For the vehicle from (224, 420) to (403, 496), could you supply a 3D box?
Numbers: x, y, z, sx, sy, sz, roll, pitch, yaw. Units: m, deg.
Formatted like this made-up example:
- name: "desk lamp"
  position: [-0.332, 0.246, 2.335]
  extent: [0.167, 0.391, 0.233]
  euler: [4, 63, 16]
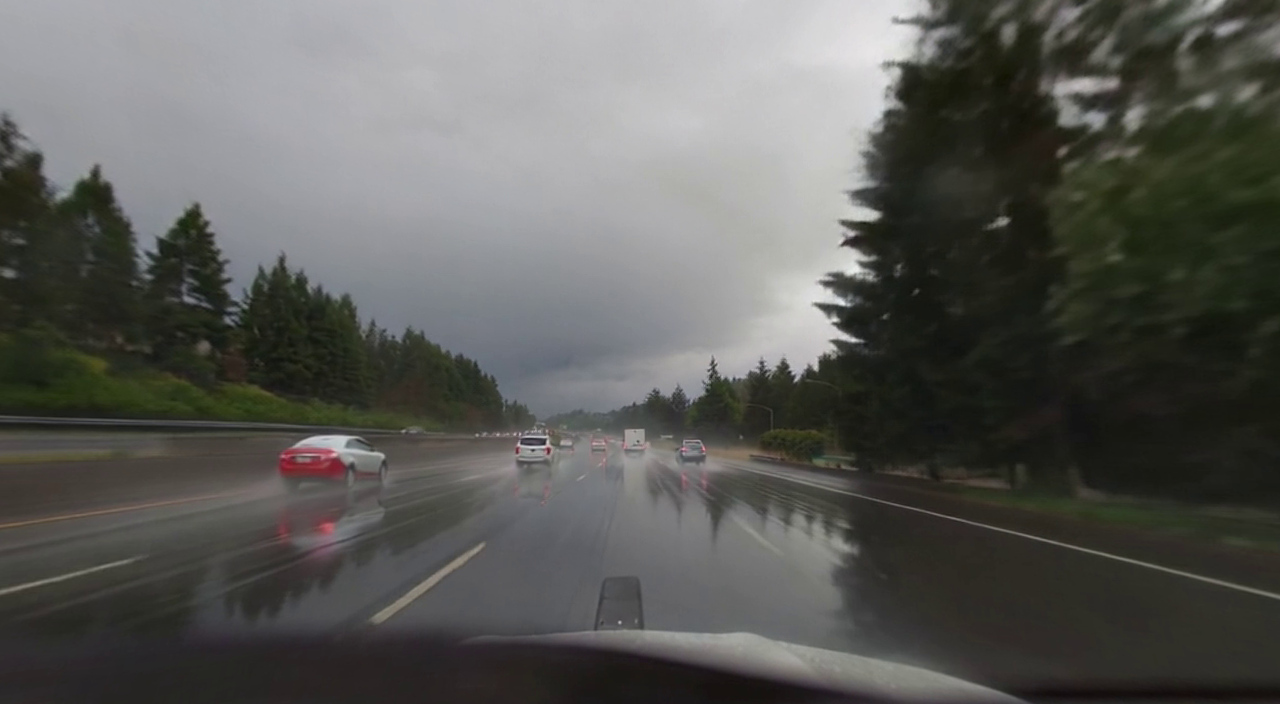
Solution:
- name: "vehicle"
  position: [-8.341, 2.774, 16.753]
  extent: [2.237, 1.703, 4.681]
  euler: [0, -9, 0]

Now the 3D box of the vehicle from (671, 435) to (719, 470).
- name: "vehicle"
  position: [2.811, 5.281, 33.203]
  extent: [2.053, 1.698, 4.097]
  euler: [0, -9, -2]

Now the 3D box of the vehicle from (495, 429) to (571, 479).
- name: "vehicle"
  position: [-3.808, 3.735, 23.235]
  extent: [2.002, 1.680, 4.301]
  euler: [0, -9, 1]
